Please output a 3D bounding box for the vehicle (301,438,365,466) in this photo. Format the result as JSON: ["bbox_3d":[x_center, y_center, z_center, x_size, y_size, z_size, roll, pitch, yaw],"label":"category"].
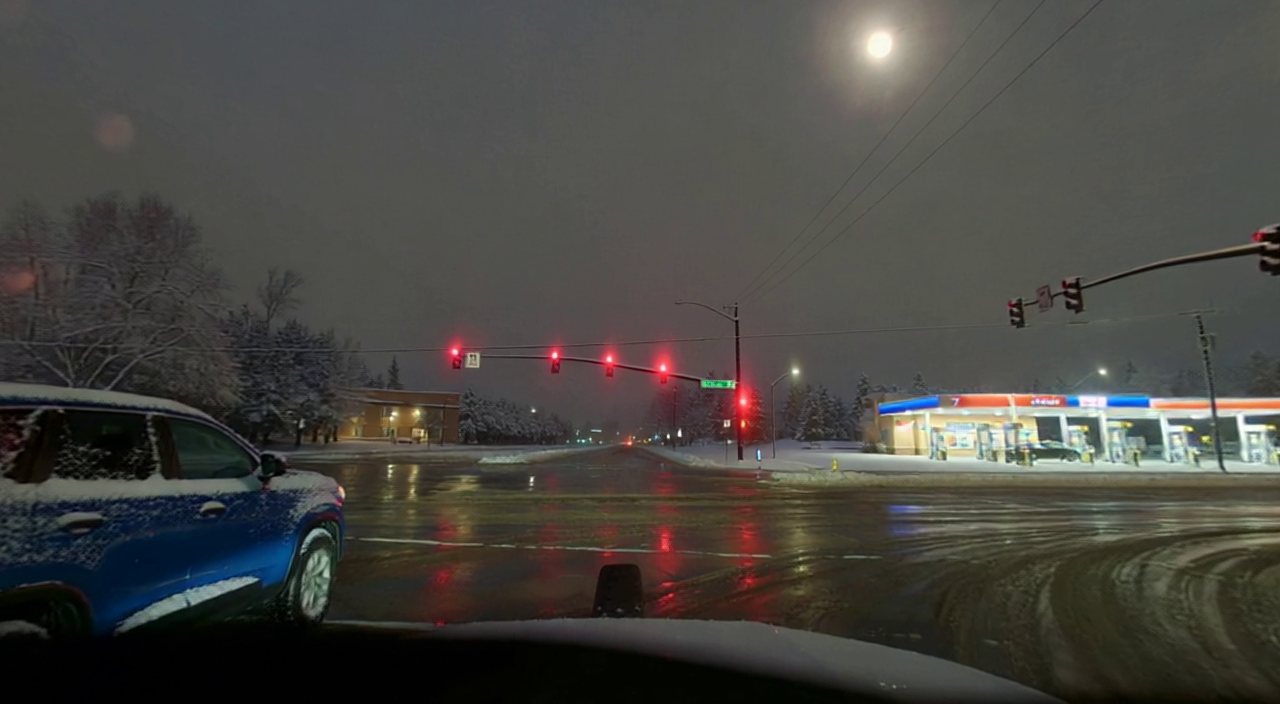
[{"bbox_3d":[-20.451,6.683,42.175,2.004,1.699,4.486,0,-9,1],"label":"vehicle"}]

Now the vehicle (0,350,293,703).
[{"bbox_3d":[-3.424,0.799,2.041,2.053,1.690,4.364,0,-9,0],"label":"vehicle"}]
